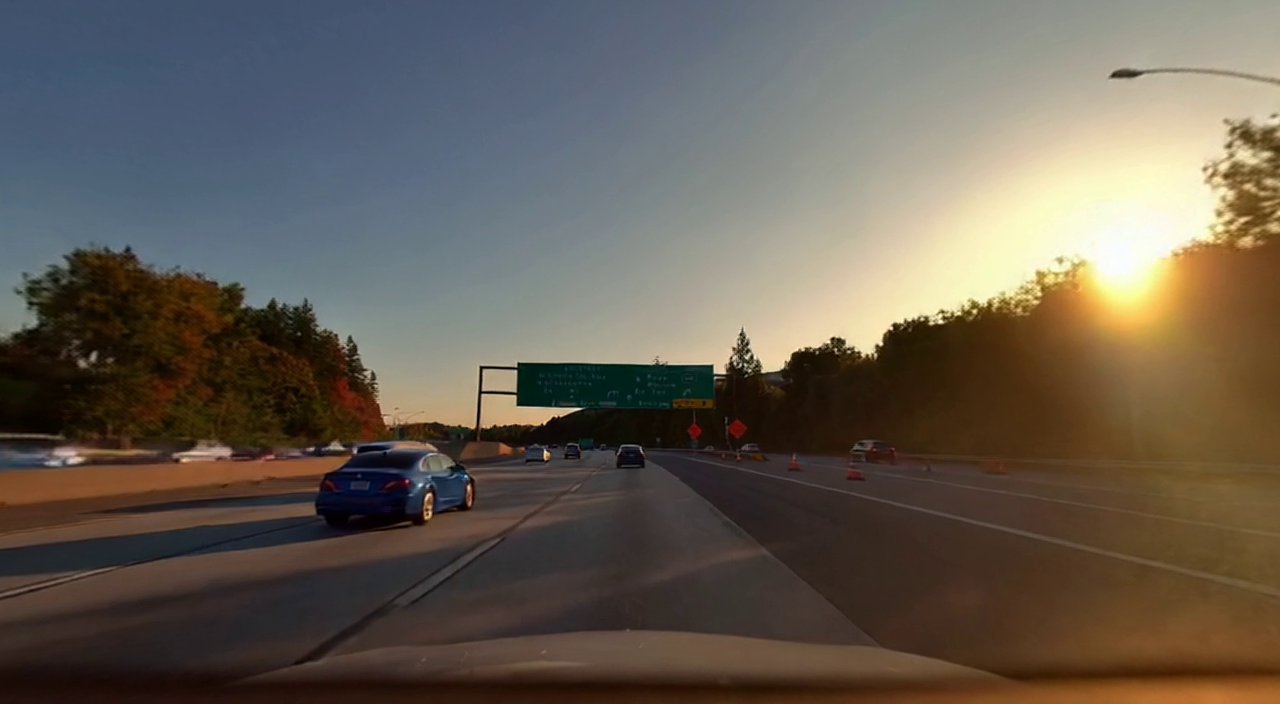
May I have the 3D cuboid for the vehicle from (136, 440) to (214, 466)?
[{"bbox_3d":[-29.418,6.393,39.909,1.852,1.550,4.169,0,-8,-2],"label":"vehicle"}]

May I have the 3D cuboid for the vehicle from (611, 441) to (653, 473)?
[{"bbox_3d":[-0.461,5.259,31.664,1.963,1.462,4.681,0,-8,-2],"label":"vehicle"}]

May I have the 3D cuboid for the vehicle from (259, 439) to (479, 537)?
[{"bbox_3d":[-4.508,2.301,11.361,2.001,1.415,4.360,0,-8,1],"label":"vehicle"}]

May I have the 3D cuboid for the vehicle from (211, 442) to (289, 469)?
[{"bbox_3d":[-22.432,5.950,36.287,1.818,1.447,4.303,0,-8,-1],"label":"vehicle"}]
